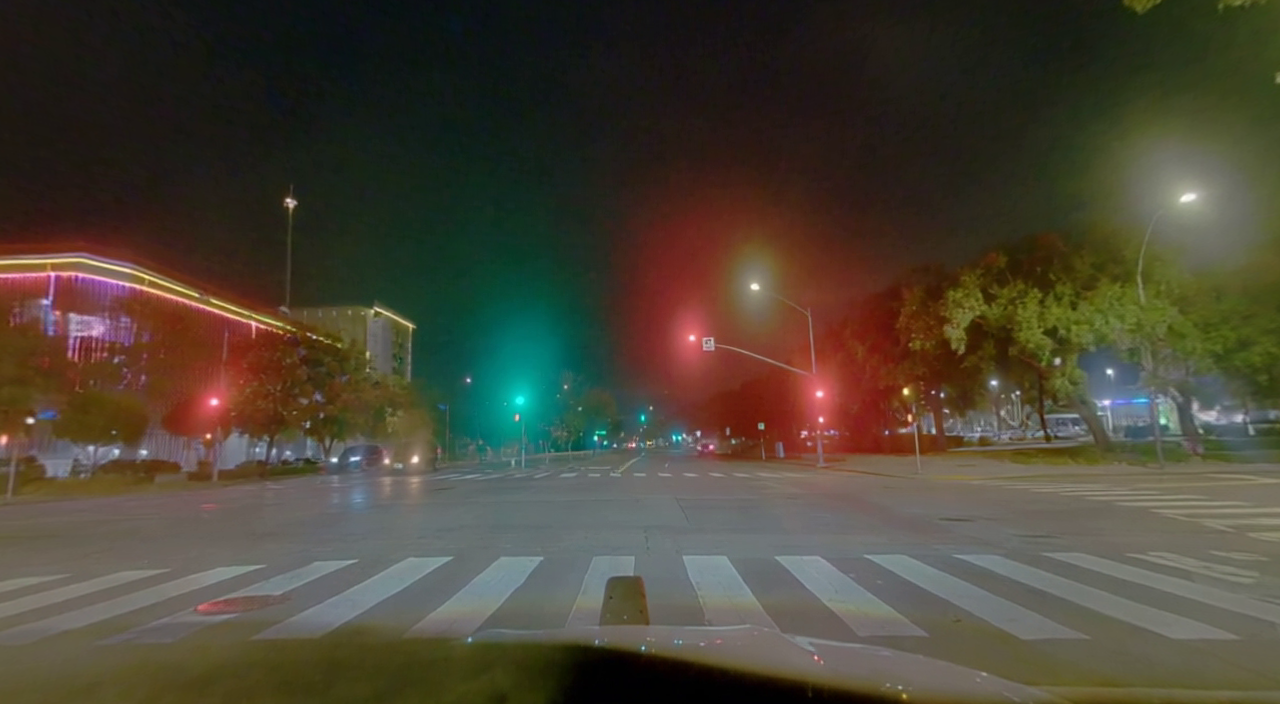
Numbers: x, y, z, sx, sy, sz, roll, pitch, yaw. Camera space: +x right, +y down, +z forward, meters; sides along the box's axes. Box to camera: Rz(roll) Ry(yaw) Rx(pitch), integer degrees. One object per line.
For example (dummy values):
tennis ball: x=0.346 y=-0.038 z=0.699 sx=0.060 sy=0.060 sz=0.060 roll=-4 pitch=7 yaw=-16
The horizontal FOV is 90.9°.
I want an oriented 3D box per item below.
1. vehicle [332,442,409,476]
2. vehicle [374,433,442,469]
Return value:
vehicle: x=-14.835 y=5.872 z=34.999 sx=2.169 sy=1.753 sz=4.640 roll=0 pitch=-8 yaw=1
vehicle: x=-17.614 y=7.560 z=48.215 sx=2.557 sy=2.580 sz=5.856 roll=-1 pitch=-8 yaw=5
